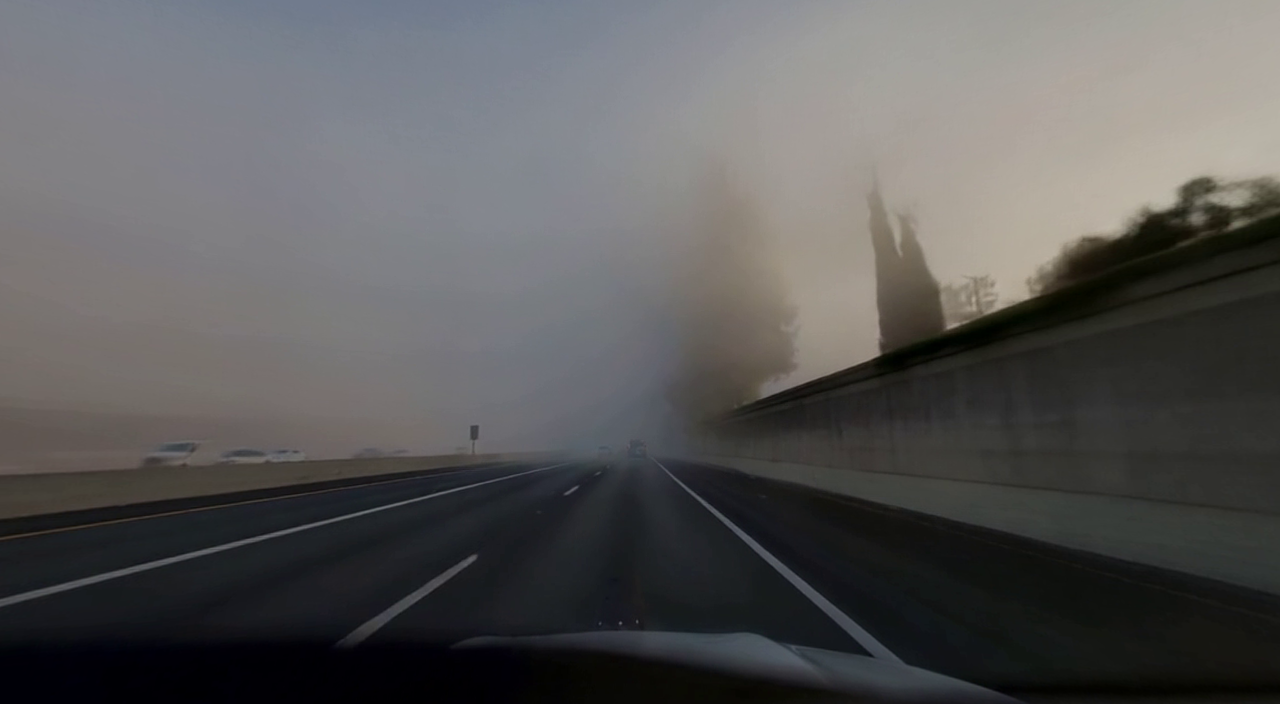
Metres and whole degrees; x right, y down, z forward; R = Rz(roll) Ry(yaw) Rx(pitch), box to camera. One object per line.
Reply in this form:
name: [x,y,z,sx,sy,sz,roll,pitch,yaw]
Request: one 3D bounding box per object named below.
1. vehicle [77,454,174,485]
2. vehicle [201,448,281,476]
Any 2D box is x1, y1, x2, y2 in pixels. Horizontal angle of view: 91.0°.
vehicle: [-29.696,6.777,36.537,1.897,1.599,4.359,0,-9,0]
vehicle: [-25.564,7.021,40.598,1.961,1.669,4.780,0,-9,1]
